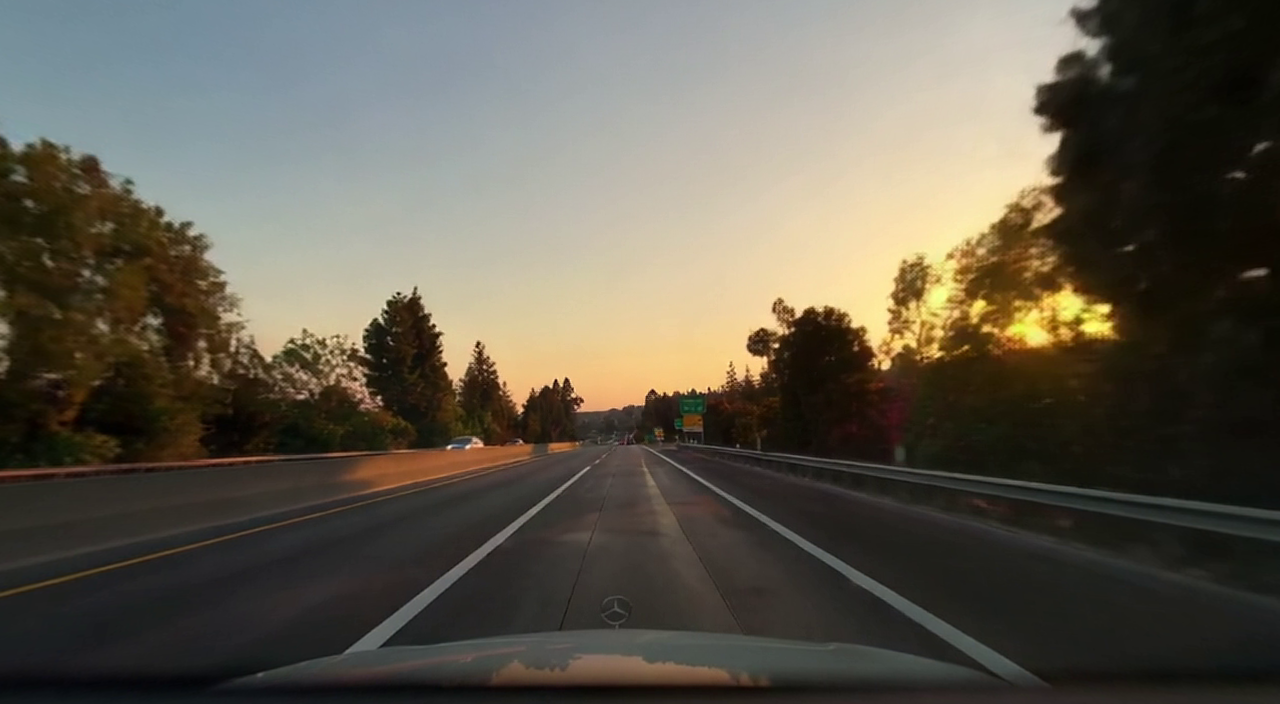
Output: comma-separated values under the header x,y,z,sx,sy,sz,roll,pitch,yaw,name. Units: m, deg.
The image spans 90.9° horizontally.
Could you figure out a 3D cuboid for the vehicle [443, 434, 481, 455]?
x,y,z,sx,sy,sz,roll,pitch,yaw,name
-13.924,7.221,49.514,1.837,1.574,4.094,0,-8,-1,vehicle
